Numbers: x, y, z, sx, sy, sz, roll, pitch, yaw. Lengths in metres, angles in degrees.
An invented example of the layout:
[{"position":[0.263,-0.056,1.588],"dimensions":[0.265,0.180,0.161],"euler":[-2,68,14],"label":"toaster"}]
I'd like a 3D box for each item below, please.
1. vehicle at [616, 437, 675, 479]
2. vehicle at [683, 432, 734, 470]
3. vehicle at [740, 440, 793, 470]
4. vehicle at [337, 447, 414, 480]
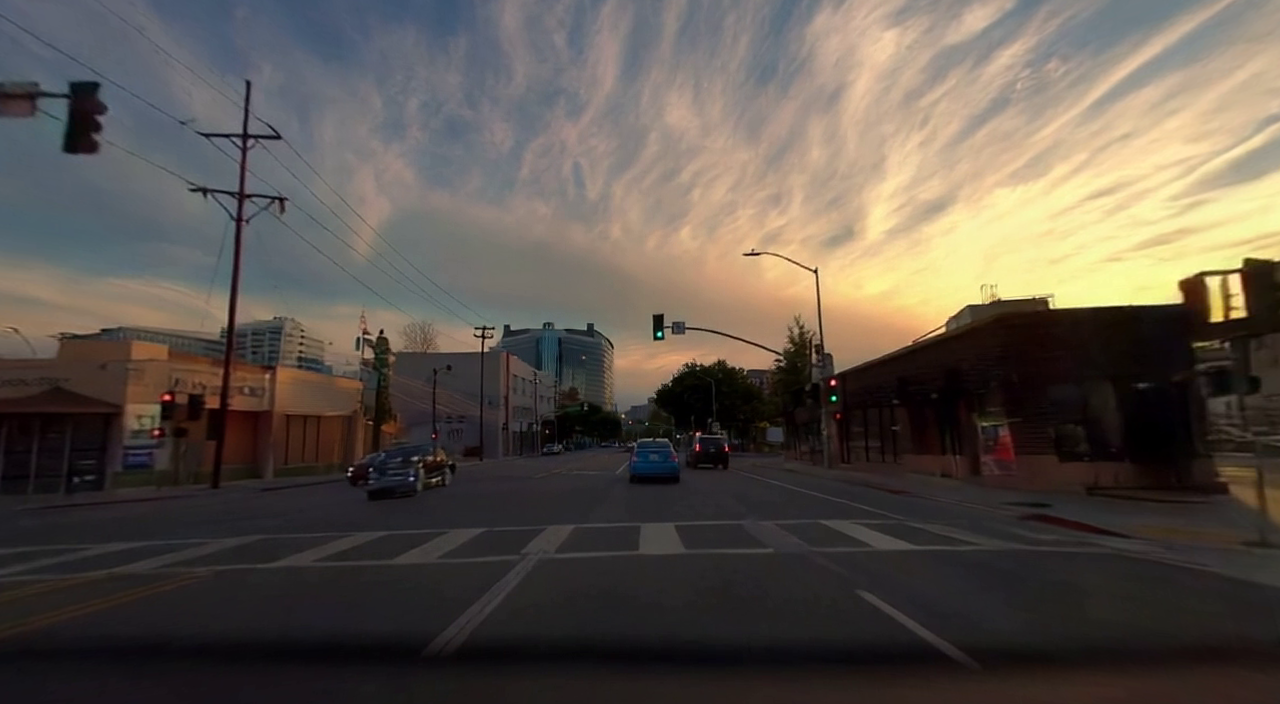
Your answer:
[{"position":[0.197,4.382,26.332],"dimensions":[2.245,1.587,4.094],"euler":[0,-9,0],"label":"vehicle"},{"position":[3.692,5.462,34.828],"dimensions":[2.159,1.938,4.836],"euler":[0,-9,-1],"label":"vehicle"},{"position":[7.020,5.789,35.475],"dimensions":[1.961,1.510,4.707],"euler":[0,-9,0],"label":"vehicle"},{"position":[-13.740,5.795,33.115],"dimensions":[1.984,1.618,4.568],"euler":[0,-9,1],"label":"vehicle"}]
